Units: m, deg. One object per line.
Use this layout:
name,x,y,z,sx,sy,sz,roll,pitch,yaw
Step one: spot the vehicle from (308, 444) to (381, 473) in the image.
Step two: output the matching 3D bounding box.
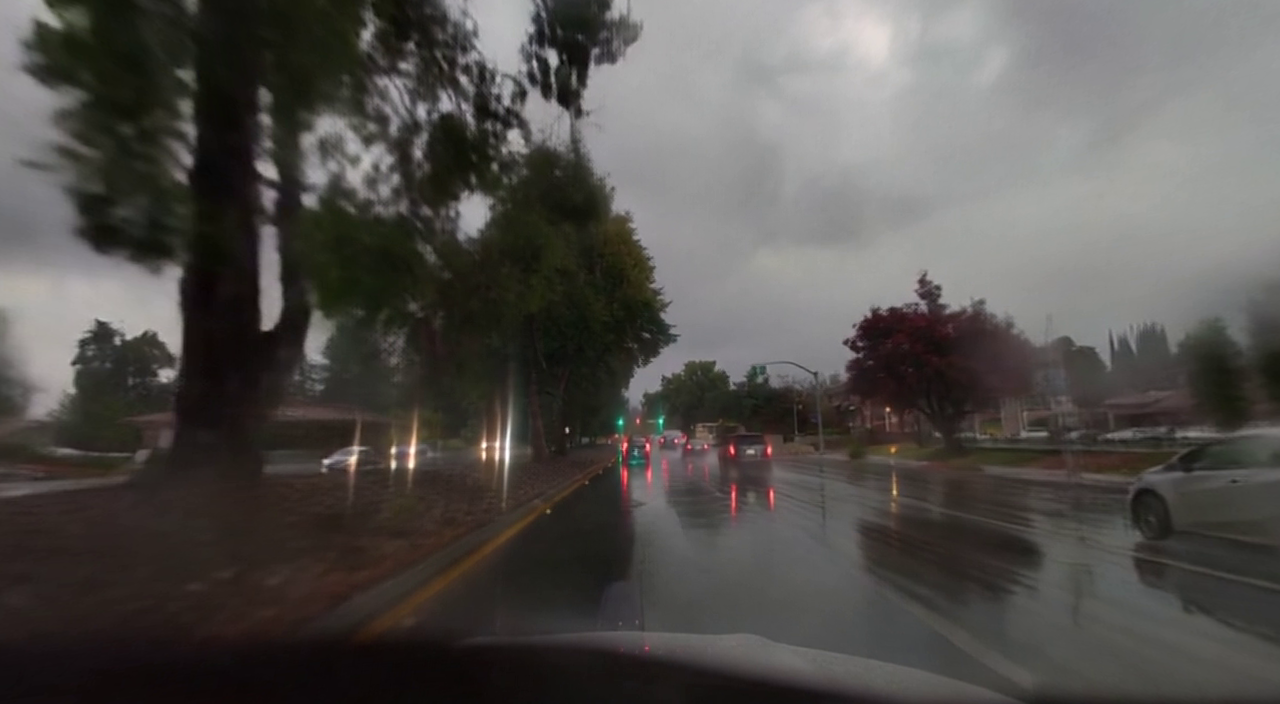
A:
vehicle,-15.755,5.677,33.949,1.825,1.467,4.364,0,-9,0

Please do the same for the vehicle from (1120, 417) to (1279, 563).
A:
vehicle,7.596,1.431,6.542,1.949,1.492,4.103,0,-9,-1

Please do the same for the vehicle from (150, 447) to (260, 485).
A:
vehicle,-19.361,5.058,28.412,1.887,1.552,4.301,0,-9,0

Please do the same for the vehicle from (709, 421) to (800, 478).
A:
vehicle,3.916,3.474,22.576,2.209,1.813,4.724,0,-9,-2

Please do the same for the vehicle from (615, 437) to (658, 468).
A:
vehicle,-0.162,4.972,31.414,1.988,1.418,4.214,0,-9,-1

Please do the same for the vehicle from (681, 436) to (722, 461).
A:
vehicle,3.790,6.075,39.655,2.064,1.474,4.389,0,-9,-1
